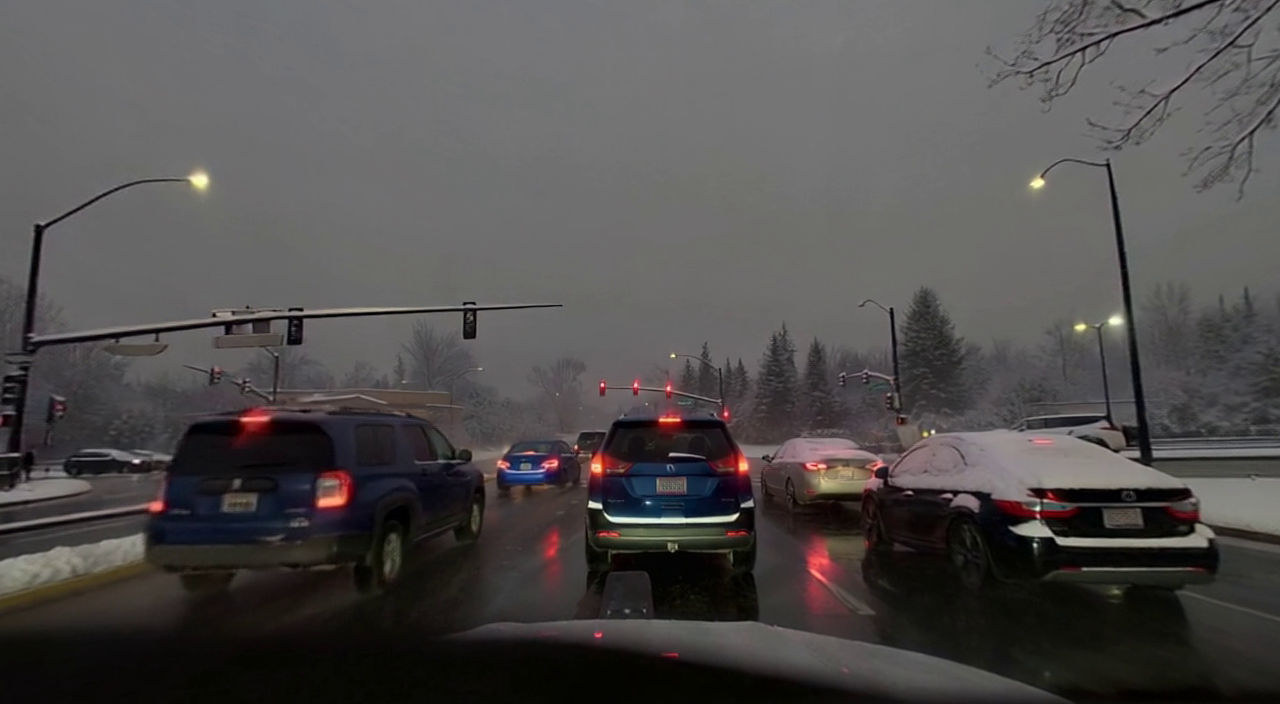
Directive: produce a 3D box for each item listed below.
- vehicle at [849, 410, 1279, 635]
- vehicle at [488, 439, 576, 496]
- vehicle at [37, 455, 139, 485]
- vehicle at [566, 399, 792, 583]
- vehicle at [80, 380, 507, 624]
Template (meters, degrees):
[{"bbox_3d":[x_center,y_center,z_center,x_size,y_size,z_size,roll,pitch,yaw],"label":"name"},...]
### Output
[{"bbox_3d":[3.900,1.513,6.578,1.954,1.592,3.992,0,-8,-1],"label":"vehicle"},{"bbox_3d":[-3.073,3.379,18.861,1.876,1.497,4.308,0,-8,0],"label":"vehicle"},{"bbox_3d":[-31.974,6.812,36.571,4.395,1.636,1.926,-1,-9,8],"label":"vehicle"},{"bbox_3d":[0.379,1.666,8.326,2.172,1.764,4.338,0,-8,0],"label":"vehicle"},{"bbox_3d":[-3.120,1.485,7.253,2.054,1.814,4.941,0,-8,0],"label":"vehicle"}]
